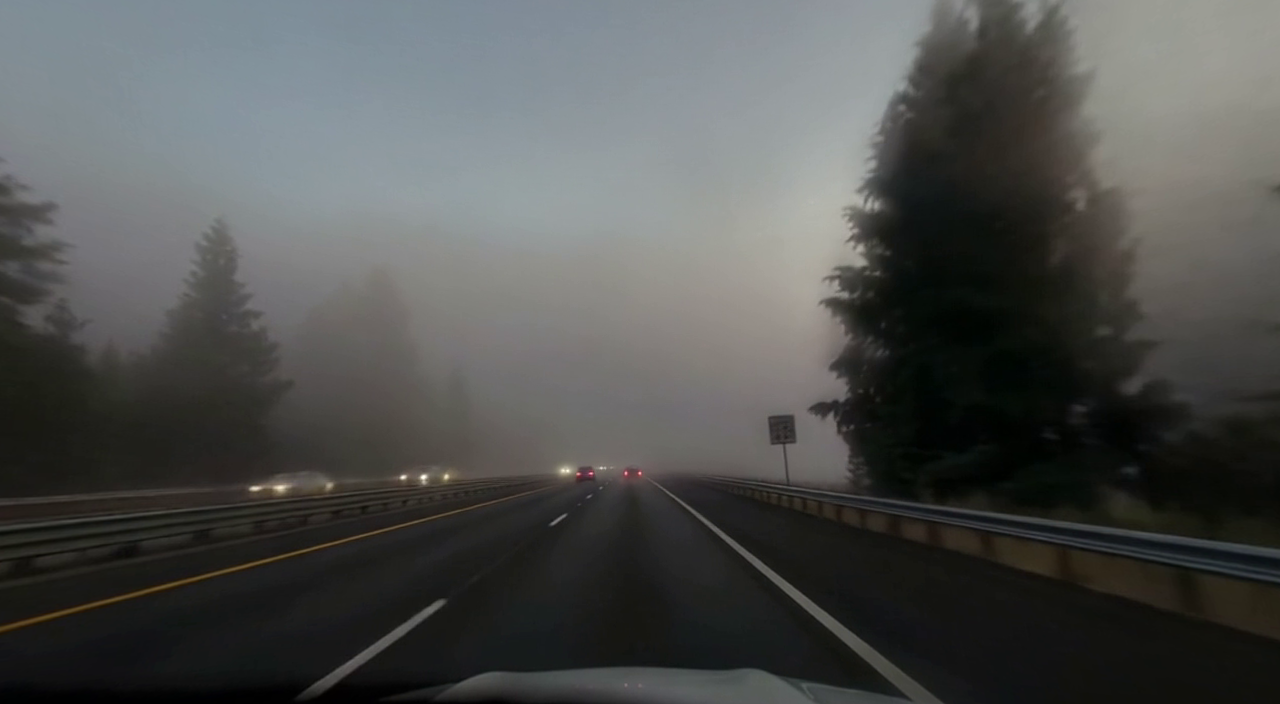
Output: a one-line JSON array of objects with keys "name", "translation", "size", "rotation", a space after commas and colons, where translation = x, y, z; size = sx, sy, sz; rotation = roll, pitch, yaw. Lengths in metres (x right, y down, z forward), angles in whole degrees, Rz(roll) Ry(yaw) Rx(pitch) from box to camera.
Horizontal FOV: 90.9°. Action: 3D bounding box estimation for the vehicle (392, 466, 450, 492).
[{"name": "vehicle", "translation": [-13.126, 7.615, 38.021], "size": [1.882, 1.445, 4.296], "rotation": [1, -11, 1]}]
